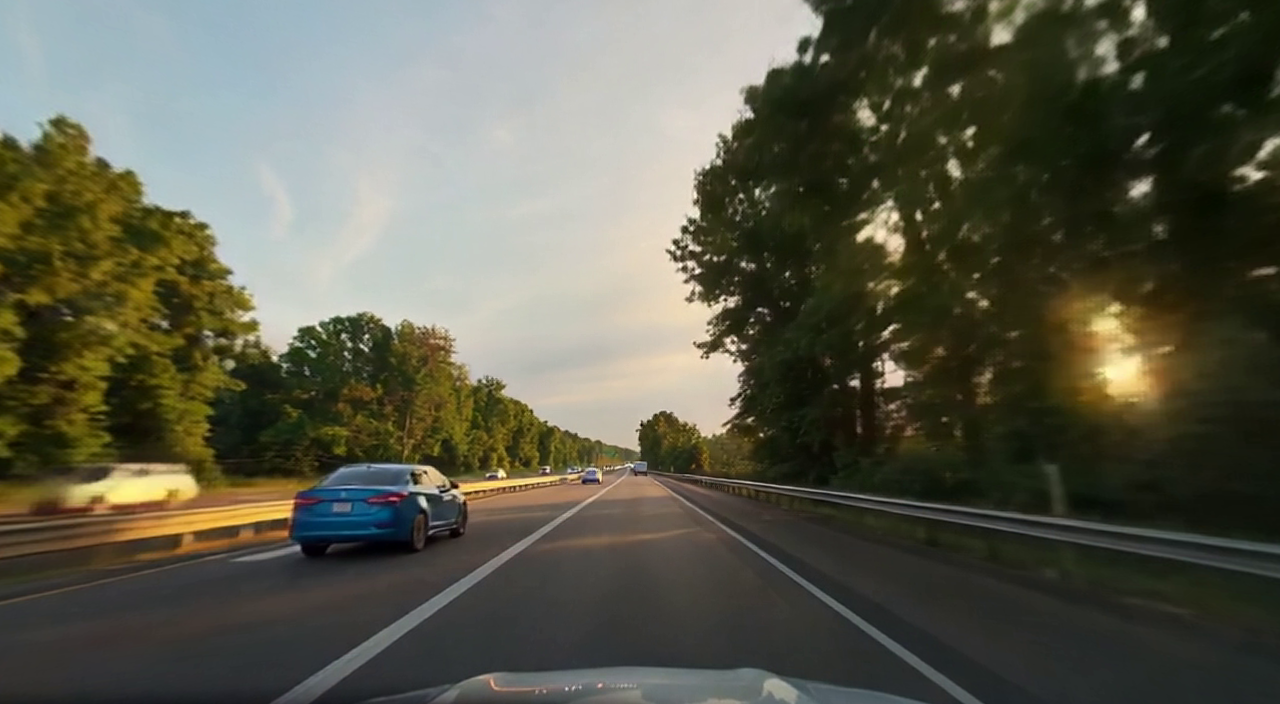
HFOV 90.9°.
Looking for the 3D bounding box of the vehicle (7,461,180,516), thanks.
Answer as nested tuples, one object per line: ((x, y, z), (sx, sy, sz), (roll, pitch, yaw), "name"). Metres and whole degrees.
((-17.058, 4.266, 19.974), (1.862, 1.517, 3.936), (1, -11, 0), "vehicle")

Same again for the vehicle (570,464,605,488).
((-3.555, 8.590, 43.752), (2.006, 1.516, 4.820), (1, -11, 0), "vehicle")

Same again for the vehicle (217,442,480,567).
((-4.268, 2.359, 10.313), (2.040, 1.525, 4.603), (1, -11, 1), "vehicle")
